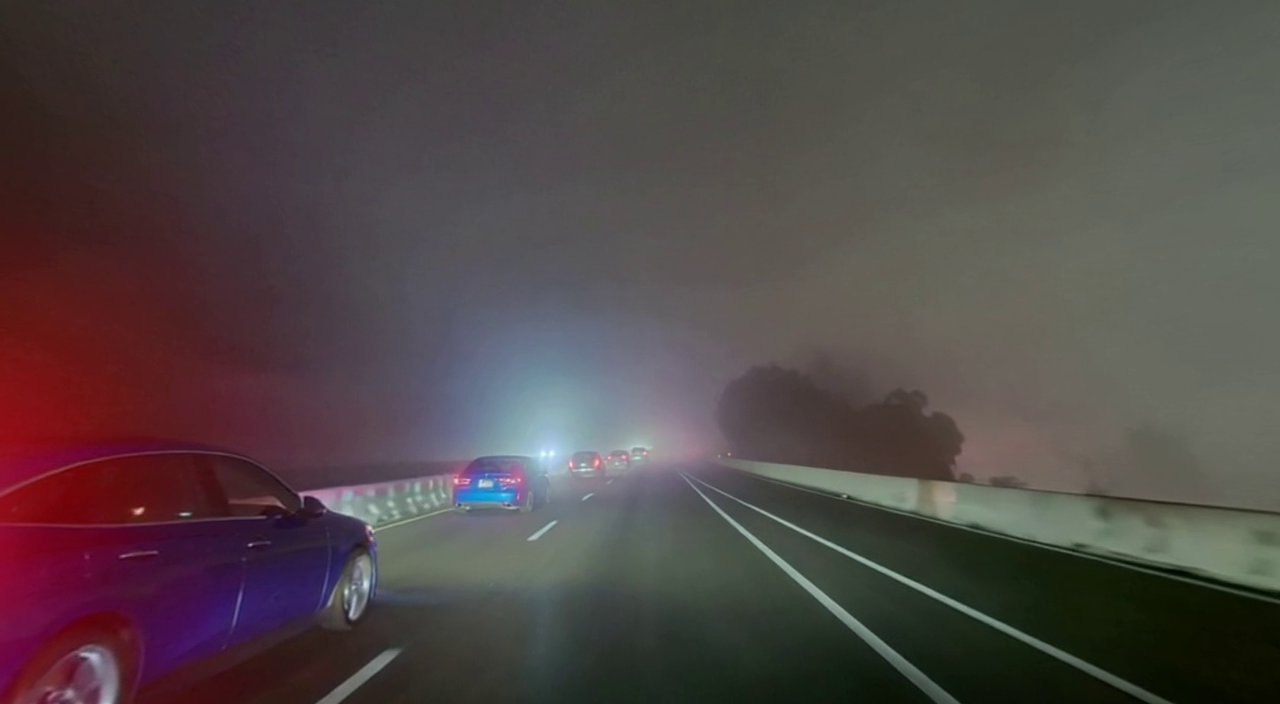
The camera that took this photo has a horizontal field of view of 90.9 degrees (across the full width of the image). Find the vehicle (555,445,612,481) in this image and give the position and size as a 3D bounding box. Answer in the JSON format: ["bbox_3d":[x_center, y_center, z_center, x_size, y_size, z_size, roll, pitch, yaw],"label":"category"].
[{"bbox_3d":[-2.452,4.989,28.505,2.094,1.480,4.124,0,-9,2],"label":"vehicle"}]

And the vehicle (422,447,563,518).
[{"bbox_3d":[-3.014,2.770,13.860,2.061,1.330,3.928,0,-9,1],"label":"vehicle"}]
